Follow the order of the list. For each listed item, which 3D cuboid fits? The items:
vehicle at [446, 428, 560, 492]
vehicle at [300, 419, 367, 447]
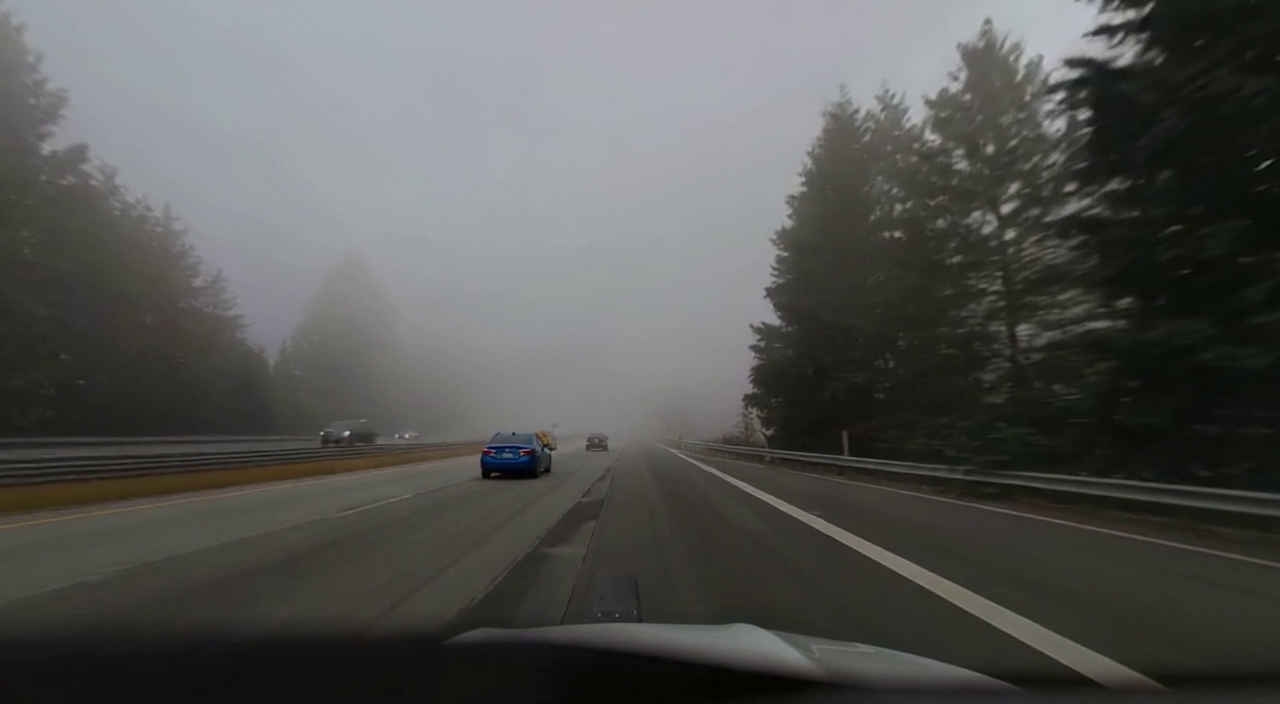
[{"bbox_3d":[-3.378,2.737,16.385,1.977,1.443,4.225,0,-8,1],"label":"vehicle"},{"bbox_3d":[-20.819,5.562,43.074,2.054,1.845,5.089,0,-8,0],"label":"vehicle"}]
